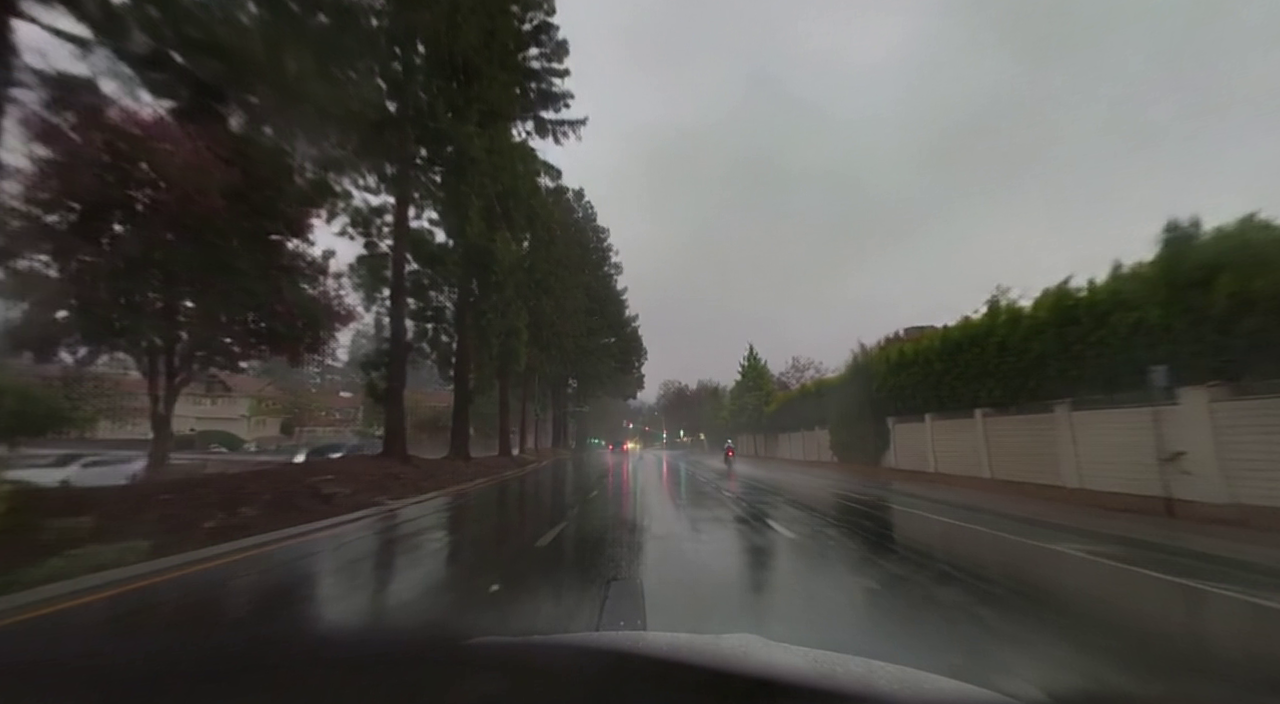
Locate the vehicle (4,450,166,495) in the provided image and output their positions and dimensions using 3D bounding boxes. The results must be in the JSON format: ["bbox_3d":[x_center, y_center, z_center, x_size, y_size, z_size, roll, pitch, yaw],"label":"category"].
[{"bbox_3d":[-21.109,4.573,24.323,1.888,1.487,4.721,0,-8,1],"label":"vehicle"}]

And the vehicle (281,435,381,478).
[{"bbox_3d":[-13.479,4.588,27.884,2.103,1.699,4.474,0,-8,1],"label":"vehicle"}]
